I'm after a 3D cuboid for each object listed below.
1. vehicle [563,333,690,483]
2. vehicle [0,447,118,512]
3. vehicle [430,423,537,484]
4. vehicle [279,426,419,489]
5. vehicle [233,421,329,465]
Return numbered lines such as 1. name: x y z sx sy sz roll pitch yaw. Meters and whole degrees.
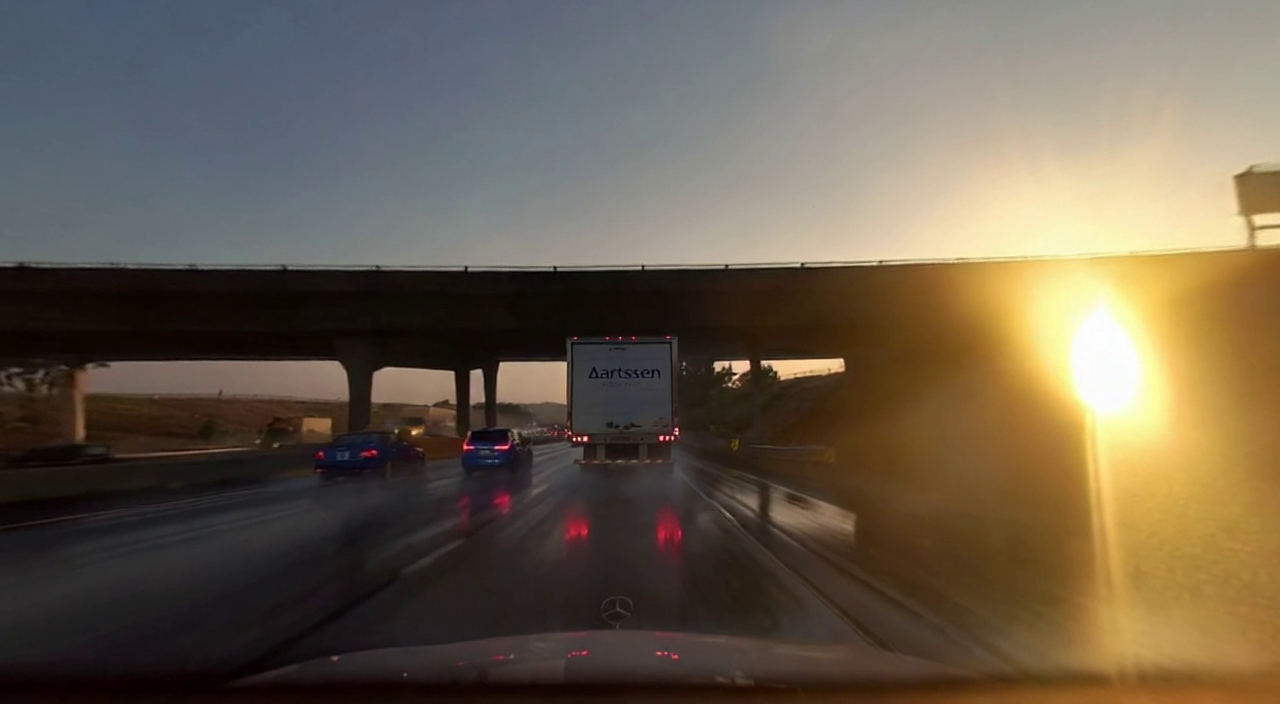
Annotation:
1. vehicle: -0.467 2.223 22.635 3.442 4.106 10.719 0 -8 -1
2. vehicle: -16.309 3.238 16.160 1.813 1.497 4.717 0 -8 -1
3. vehicle: -4.679 3.109 19.678 2.052 1.639 4.894 0 -8 1
4. vehicle: -8.069 2.934 17.977 1.944 1.565 4.383 0 -8 0
5. vehicle: -23.980 6.100 42.453 2.292 2.693 6.952 0 -8 1
